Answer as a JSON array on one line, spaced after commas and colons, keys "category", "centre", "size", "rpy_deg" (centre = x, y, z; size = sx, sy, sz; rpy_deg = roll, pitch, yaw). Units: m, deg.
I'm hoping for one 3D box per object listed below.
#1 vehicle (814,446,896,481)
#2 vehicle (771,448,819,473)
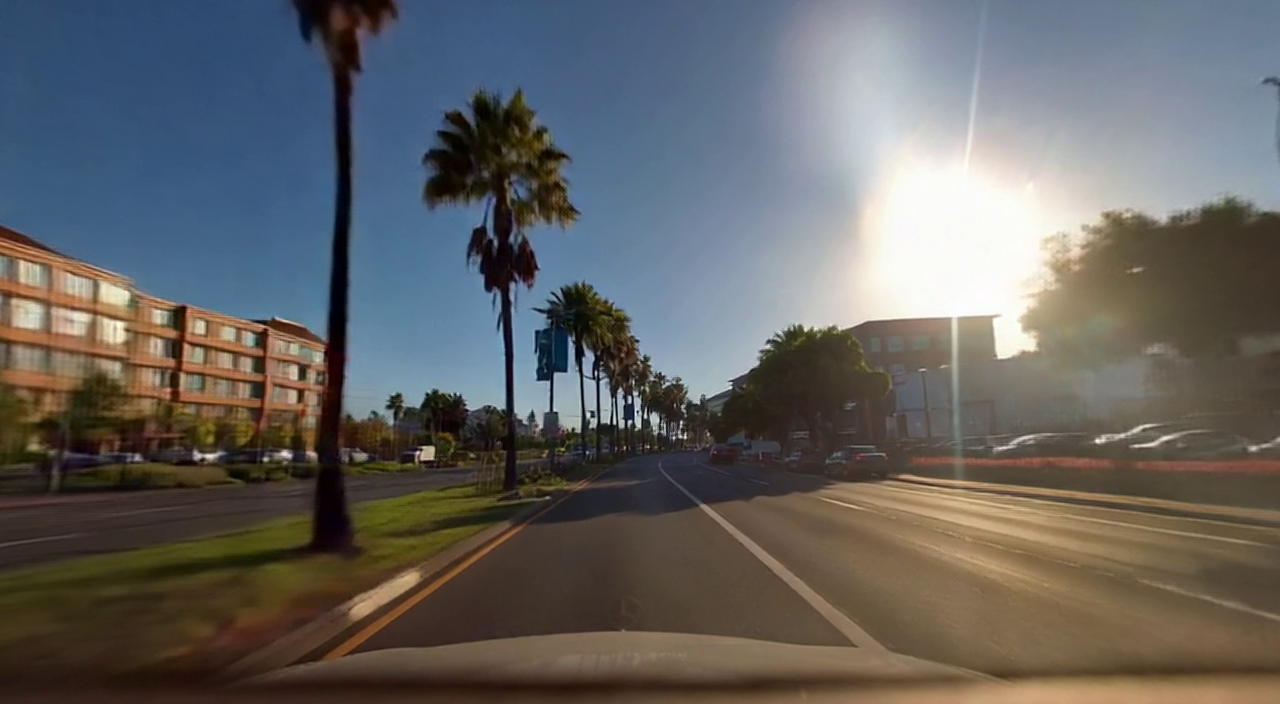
[{"category": "vehicle", "centre": [10.235, 5.336, 30.360], "size": [2.086, 1.545, 4.645], "rpy_deg": [1, -9, -3]}, {"category": "vehicle", "centre": [10.055, 7.048, 41.109], "size": [1.875, 1.491, 4.780], "rpy_deg": [0, -9, 0]}]
